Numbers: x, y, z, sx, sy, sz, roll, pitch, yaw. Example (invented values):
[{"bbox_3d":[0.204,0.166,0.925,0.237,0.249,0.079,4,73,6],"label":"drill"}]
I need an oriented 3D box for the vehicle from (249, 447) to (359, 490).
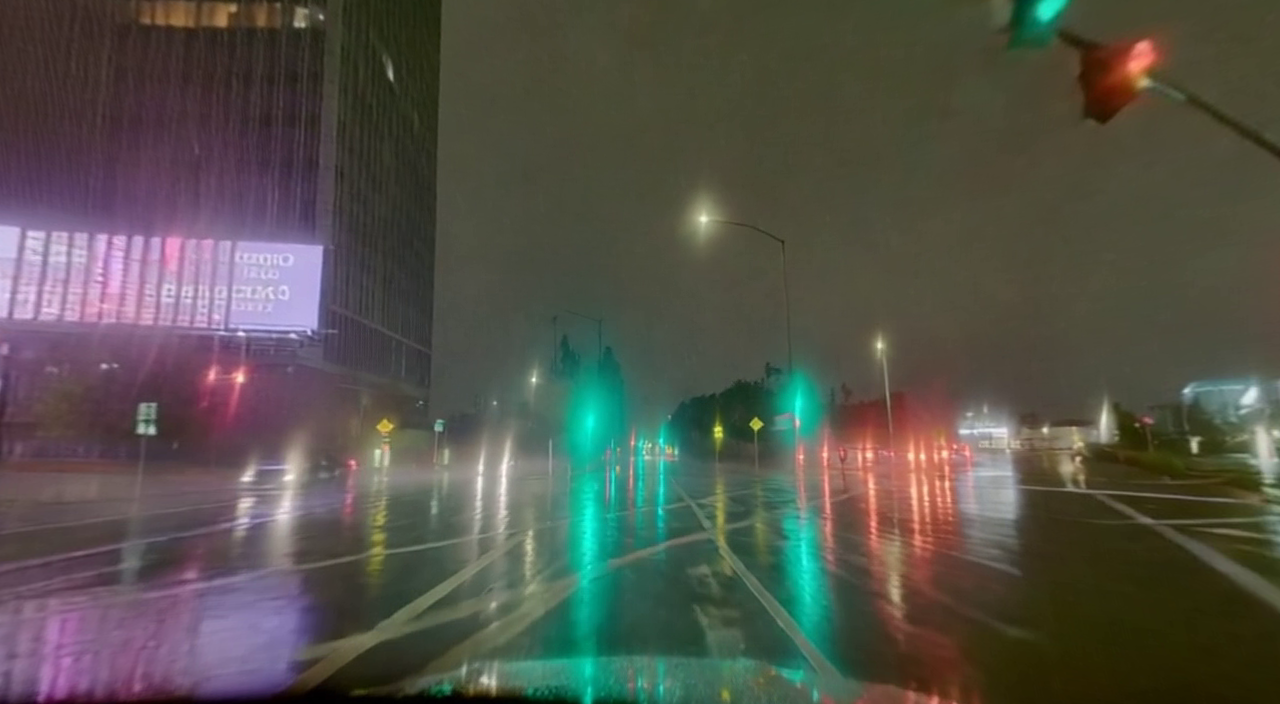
[{"bbox_3d":[-14.546,5.035,27.732,2.161,1.681,4.743,0,-9,1],"label":"vehicle"}]

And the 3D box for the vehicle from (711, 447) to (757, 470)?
[{"bbox_3d":[6.673,7.623,45.564,2.675,1.452,4.213,-1,-8,0],"label":"vehicle"}]

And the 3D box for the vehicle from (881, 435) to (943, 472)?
[{"bbox_3d":[15.024,5.538,34.712,2.232,1.814,5.285,-5,-10,31],"label":"vehicle"}]

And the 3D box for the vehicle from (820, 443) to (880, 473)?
[{"bbox_3d":[11.881,5.899,35.536,2.023,1.527,5.016,-5,-10,31],"label":"vehicle"}]
